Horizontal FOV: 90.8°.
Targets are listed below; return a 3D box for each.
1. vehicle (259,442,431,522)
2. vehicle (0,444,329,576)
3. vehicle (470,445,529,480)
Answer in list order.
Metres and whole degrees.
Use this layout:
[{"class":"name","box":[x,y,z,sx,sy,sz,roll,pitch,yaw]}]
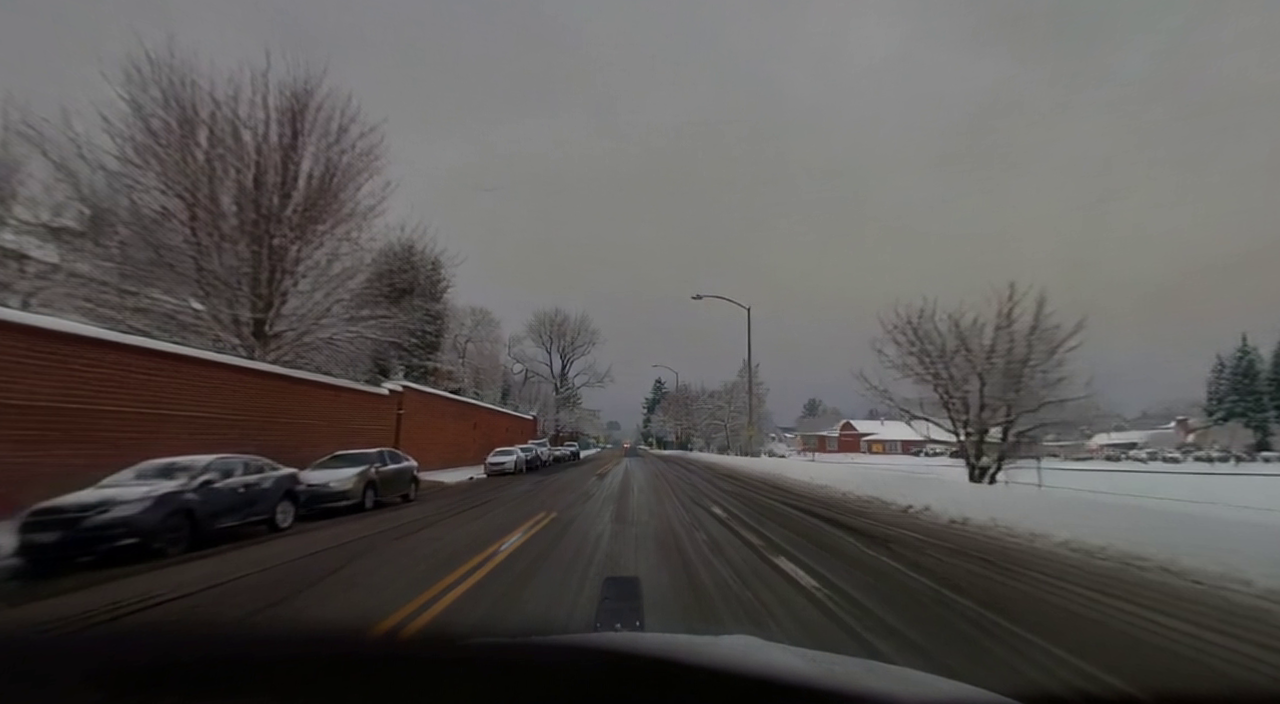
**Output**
[{"class":"vehicle","box":[-6.755,2.977,15.171,1.929,1.491,4.642,3,-8,-1]},{"class":"vehicle","box":[-6.763,2.182,9.673,1.760,1.434,4.471,1,-8,-1]},{"class":"vehicle","box":[-6.999,5.523,31.856,1.989,1.485,4.218,1,-8,0]}]
